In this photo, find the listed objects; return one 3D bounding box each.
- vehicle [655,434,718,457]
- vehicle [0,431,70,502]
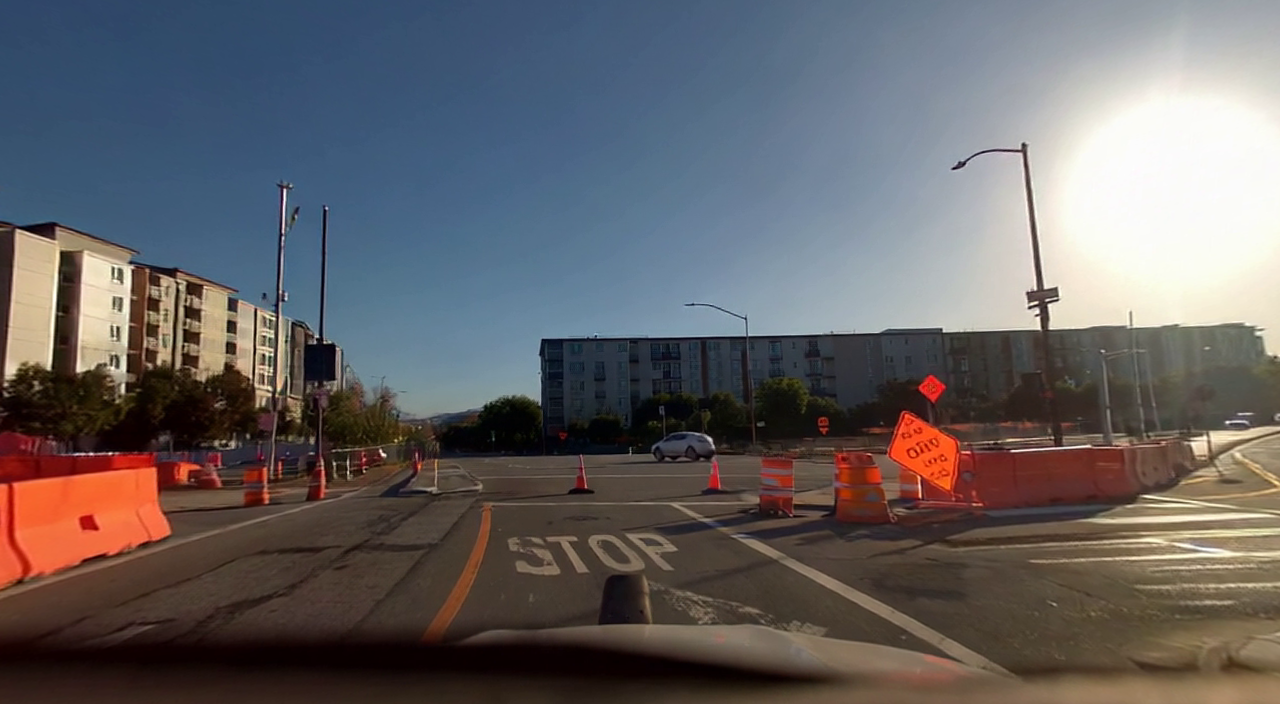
[{"bbox_3d":[3.270,6.690,45.013,4.302,1.628,1.957,0,-9,0],"label":"vehicle"},{"bbox_3d":[-17.253,3.099,17.343,2.159,1.734,4.292,7,-11,-41],"label":"vehicle"}]
